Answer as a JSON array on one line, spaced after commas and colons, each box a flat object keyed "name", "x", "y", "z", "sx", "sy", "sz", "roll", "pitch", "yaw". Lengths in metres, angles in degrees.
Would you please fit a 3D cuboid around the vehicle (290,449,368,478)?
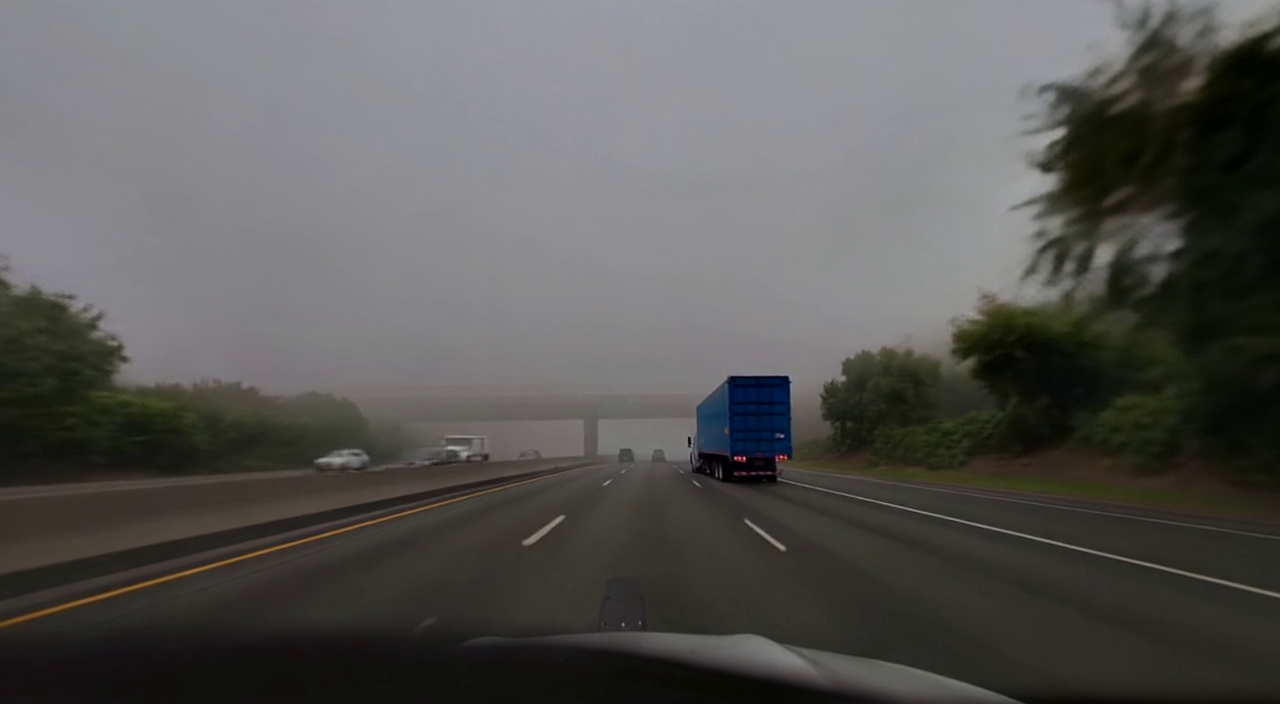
[{"name": "vehicle", "x": -17.543, "y": 6.298, "z": 35.849, "sx": 1.981, "sy": 1.481, "sz": 4.641, "roll": 0, "pitch": -9, "yaw": 1}]

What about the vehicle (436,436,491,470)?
[{"name": "vehicle", "x": -13.751, "y": 7.937, "z": 49.627, "sx": 2.326, "sy": 2.525, "sz": 6.173, "roll": 0, "pitch": -9, "yaw": 2}]

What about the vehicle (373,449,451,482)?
[{"name": "vehicle", "x": -10.600, "y": 5.304, "z": 29.694, "sx": 1.954, "sy": 1.449, "sz": 4.358, "roll": 0, "pitch": -9, "yaw": 1}]

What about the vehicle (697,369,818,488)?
[{"name": "vehicle", "x": 4.618, "y": 3.684, "z": 28.600, "sx": 2.825, "sy": 4.054, "sz": 14.210, "roll": 0, "pitch": -9, "yaw": 0}]
